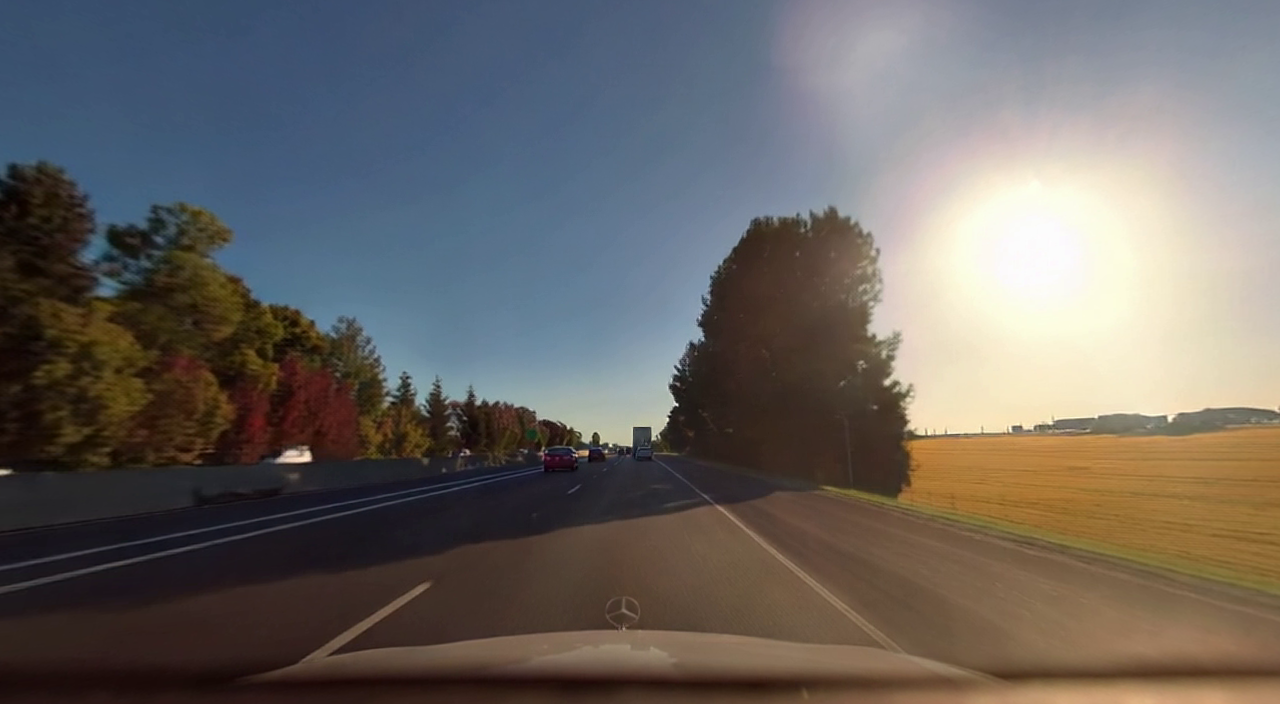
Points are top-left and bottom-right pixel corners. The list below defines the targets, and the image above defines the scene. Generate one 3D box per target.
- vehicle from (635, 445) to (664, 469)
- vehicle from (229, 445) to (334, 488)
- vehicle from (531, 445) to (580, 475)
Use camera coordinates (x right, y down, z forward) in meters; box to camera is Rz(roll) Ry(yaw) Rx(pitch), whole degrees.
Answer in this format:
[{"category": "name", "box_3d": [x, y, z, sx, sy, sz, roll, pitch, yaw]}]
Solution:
[{"category": "vehicle", "box_3d": [0.632, 7.465, 45.042, 1.992, 1.593, 3.937, 0, -9, -1]}, {"category": "vehicle", "box_3d": [-16.824, 5.369, 29.993, 2.042, 1.832, 5.018, 0, -9, -1]}, {"category": "vehicle", "box_3d": [-4.539, 5.887, 34.576, 2.172, 1.548, 3.953, 0, -9, 0]}]
